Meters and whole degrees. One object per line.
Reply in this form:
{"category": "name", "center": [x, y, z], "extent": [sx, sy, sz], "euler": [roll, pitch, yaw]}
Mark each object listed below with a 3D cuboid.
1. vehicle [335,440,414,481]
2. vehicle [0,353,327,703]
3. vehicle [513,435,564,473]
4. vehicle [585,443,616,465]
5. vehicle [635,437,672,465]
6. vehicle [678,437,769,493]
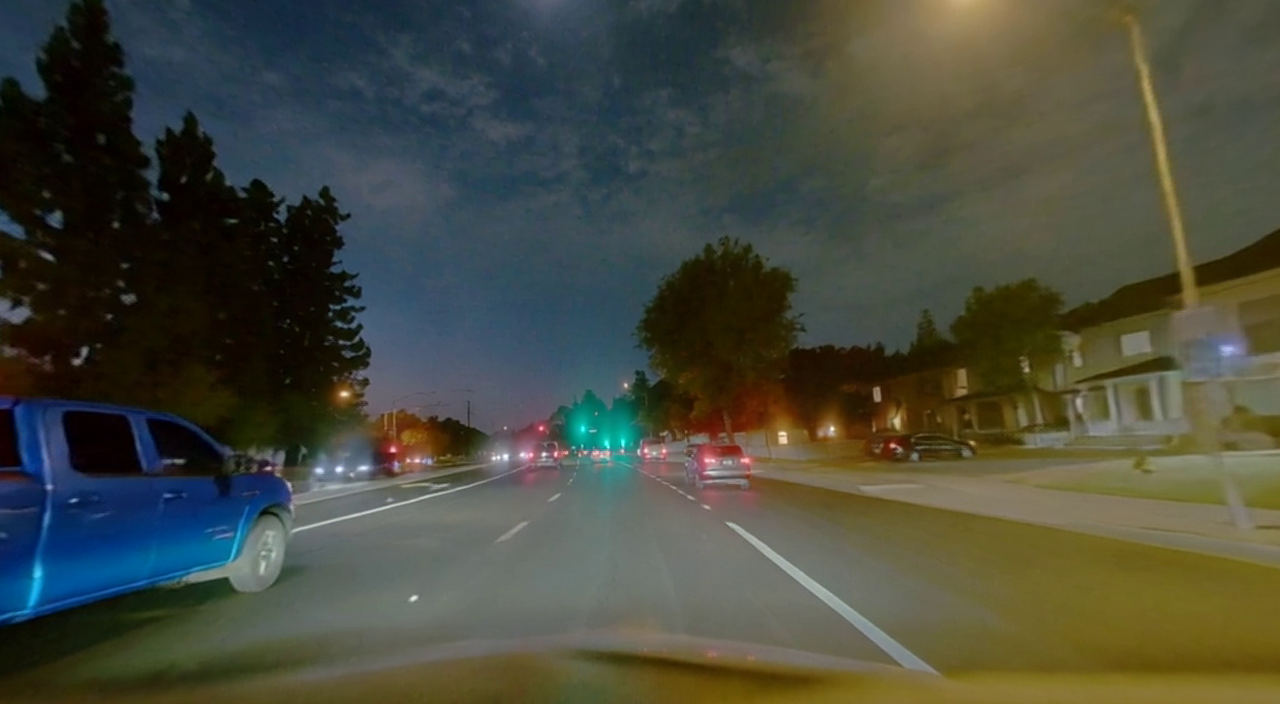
{"category": "vehicle", "center": [-13.528, 5.532, 32.542], "extent": [2.206, 1.939, 4.859], "euler": [0, -8, -3]}
{"category": "vehicle", "center": [-4.011, 0.954, 3.343], "extent": [2.111, 1.745, 5.274], "euler": [0, -8, -1]}
{"category": "vehicle", "center": [-5.228, 5.335, 33.178], "extent": [2.218, 1.829, 4.492], "euler": [0, -8, -3]}
{"category": "vehicle", "center": [-2.829, 7.122, 44.336], "extent": [2.030, 1.477, 4.330], "euler": [1, -8, -5]}
{"category": "vehicle", "center": [0.873, 6.852, 43.933], "extent": [2.099, 1.845, 4.363], "euler": [1, -8, -6]}
{"category": "vehicle", "center": [2.337, 3.313, 18.895], "extent": [1.884, 1.463, 4.195], "euler": [0, -8, -4]}
